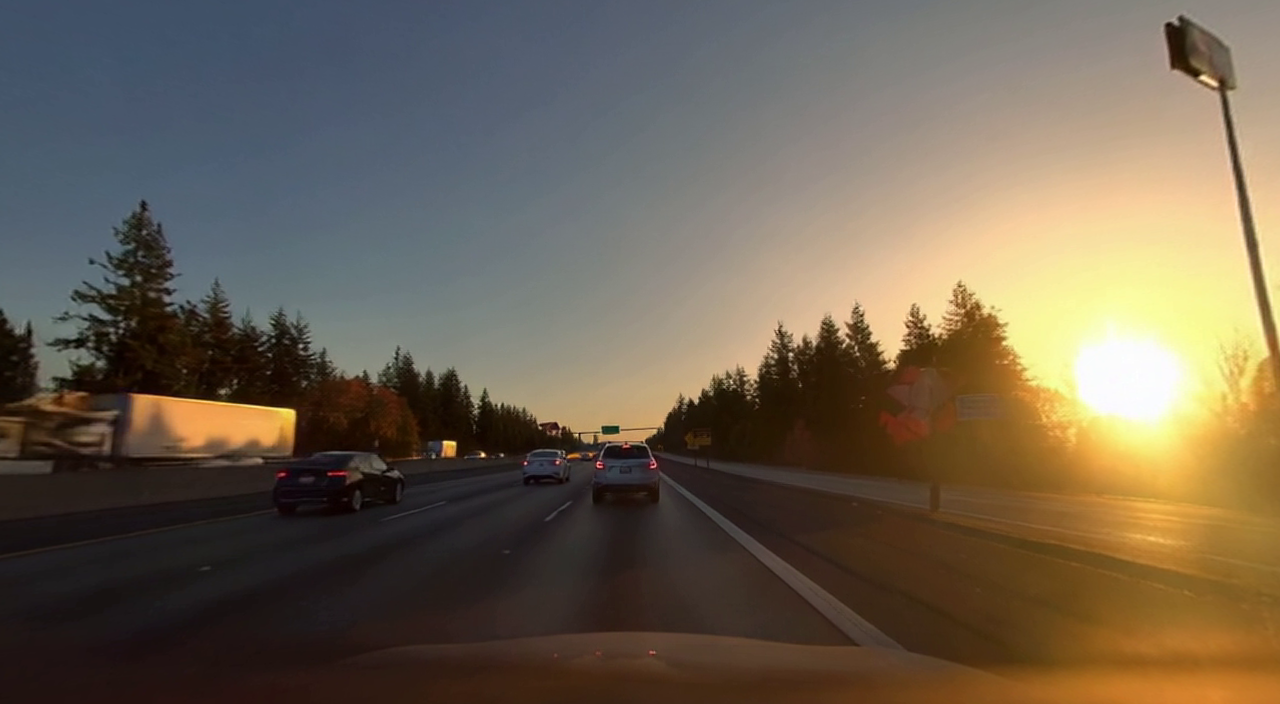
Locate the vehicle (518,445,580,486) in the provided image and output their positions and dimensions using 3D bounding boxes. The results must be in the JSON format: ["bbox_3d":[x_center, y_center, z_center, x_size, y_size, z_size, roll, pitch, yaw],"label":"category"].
[{"bbox_3d":[-3.679,4.681,26.321,1.889,1.522,4.465,0,-9,1],"label":"vehicle"}]

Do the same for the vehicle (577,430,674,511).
[{"bbox_3d":[-0.327,2.955,16.212,2.127,1.749,4.776,0,-9,0],"label":"vehicle"}]

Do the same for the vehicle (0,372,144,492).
[{"bbox_3d":[-22.564,2.866,22.187,3.063,3.879,8.695,0,-9,-1],"label":"vehicle"}]

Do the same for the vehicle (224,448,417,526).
[{"bbox_3d":[-6.932,2.937,14.403,1.892,1.468,4.792,0,-9,0],"label":"vehicle"}]
